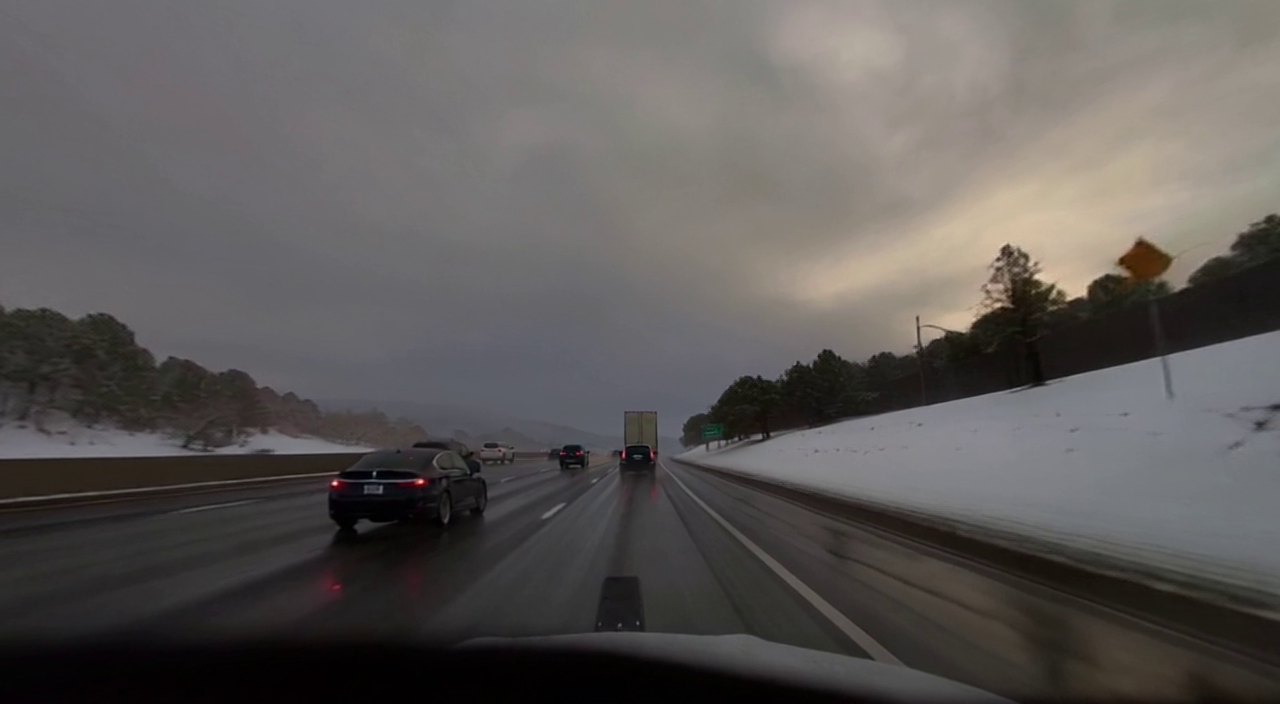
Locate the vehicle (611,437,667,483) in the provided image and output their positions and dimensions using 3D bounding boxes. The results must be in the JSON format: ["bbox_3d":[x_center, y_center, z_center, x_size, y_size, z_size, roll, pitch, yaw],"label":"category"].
[{"bbox_3d":[-0.046,4.713,27.809,2.281,1.795,4.297,1,-8,0],"label":"vehicle"}]

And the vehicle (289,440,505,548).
[{"bbox_3d":[-3.911,2.332,11.167,1.943,1.468,4.547,1,-8,1],"label":"vehicle"}]

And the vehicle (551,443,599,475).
[{"bbox_3d":[-3.596,6.031,35.696,2.155,1.661,4.477,1,-8,1],"label":"vehicle"}]
